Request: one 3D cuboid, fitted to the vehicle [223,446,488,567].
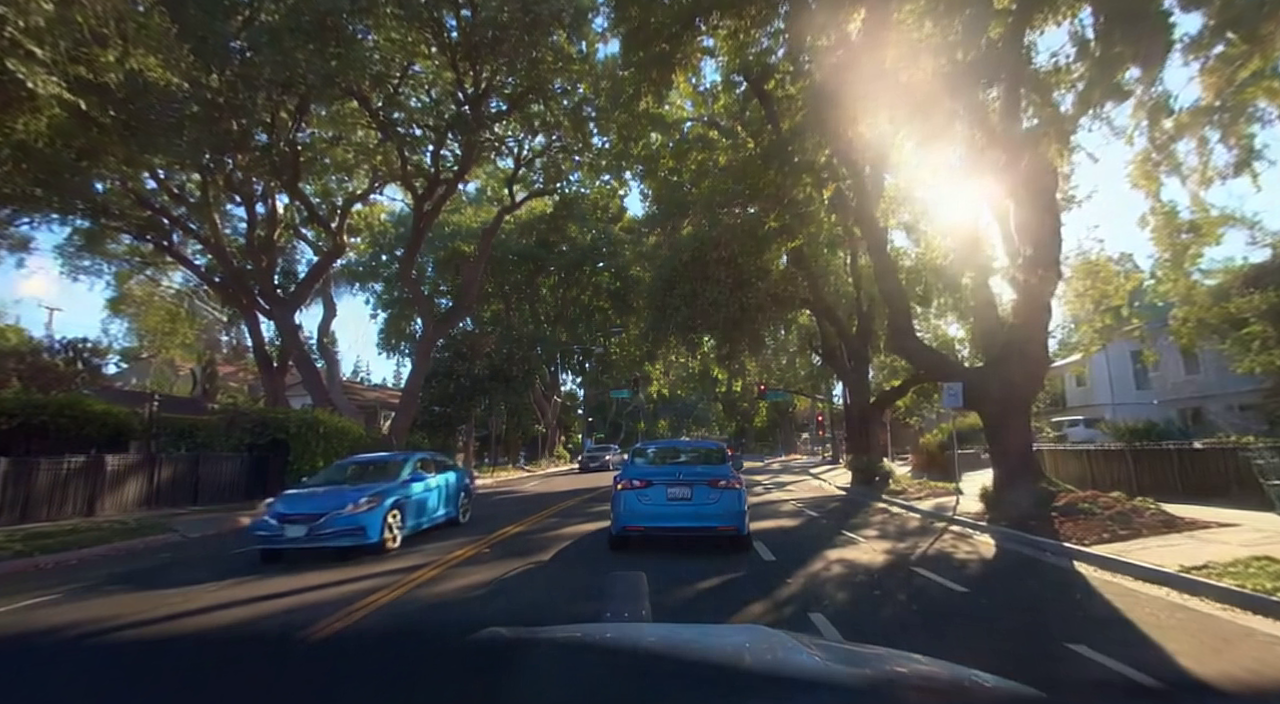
[{"bbox_3d":[-4.180,2.302,10.324,1.956,1.488,4.560,-1,-8,4],"label":"vehicle"}]

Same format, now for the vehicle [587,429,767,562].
[{"bbox_3d":[0.481,1.956,9.338,2.070,1.516,3.936,0,-8,2],"label":"vehicle"}]

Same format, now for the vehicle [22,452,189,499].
[{"bbox_3d":[-18.150,4.175,21.524,4.069,1.445,2.063,-1,-9,8],"label":"vehicle"}]
